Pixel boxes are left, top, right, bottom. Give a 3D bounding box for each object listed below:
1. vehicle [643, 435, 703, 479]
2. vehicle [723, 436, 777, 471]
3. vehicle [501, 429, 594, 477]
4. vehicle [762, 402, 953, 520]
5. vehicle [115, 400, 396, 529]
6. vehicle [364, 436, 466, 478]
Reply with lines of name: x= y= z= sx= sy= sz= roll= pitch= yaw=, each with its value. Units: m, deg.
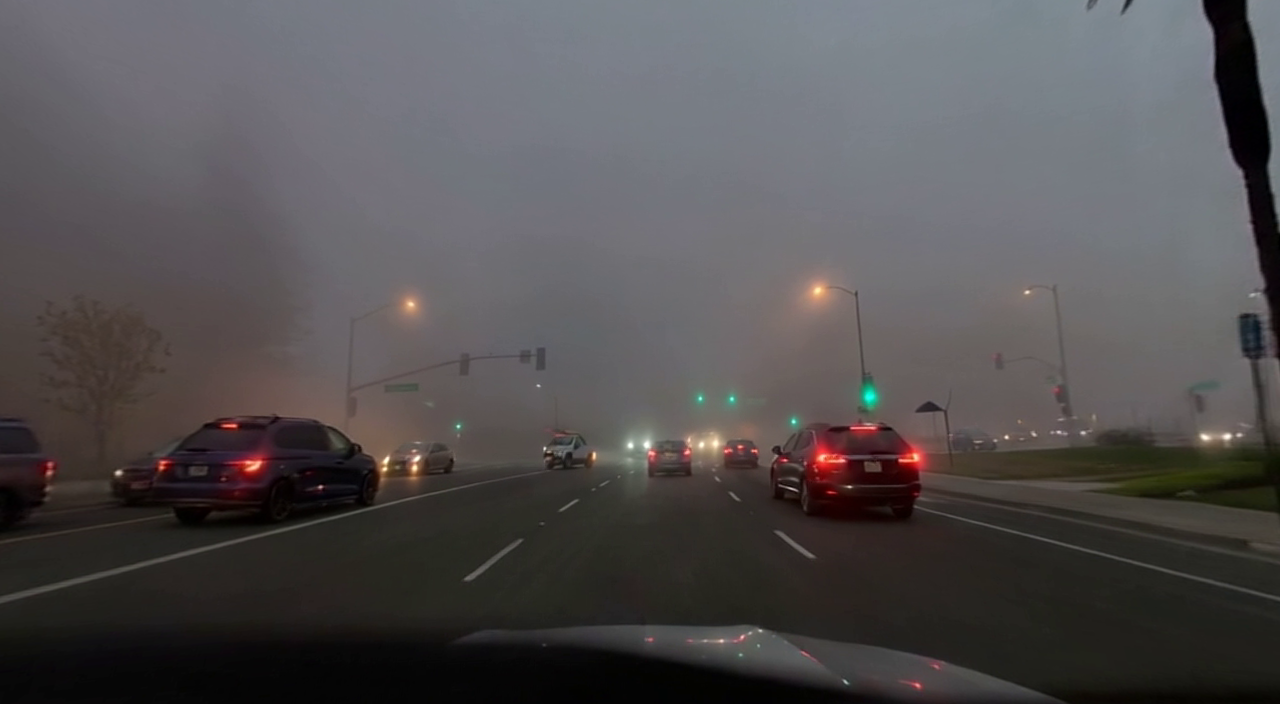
vehicle: x=1.254 y=3.884 z=23.580 sx=2.057 sy=1.492 sz=3.825 roll=-1 pitch=-8 yaw=4
vehicle: x=5.128 y=4.796 z=30.097 sx=2.149 sy=1.532 sz=4.168 roll=-1 pitch=-8 yaw=5
vehicle: x=-3.620 y=4.074 z=25.762 sx=2.088 sy=1.746 sz=4.650 roll=-2 pitch=-9 yaw=15
vehicle: x=4.103 y=2.191 z=13.098 sx=2.267 sy=1.931 sz=5.145 roll=-1 pitch=-8 yaw=2
vehicle: x=-6.596 y=2.012 z=11.711 sx=2.127 sy=1.888 sz=4.637 roll=-1 pitch=-8 yaw=2
vehicle: x=-8.576 y=4.054 z=24.590 sx=2.017 sy=1.472 sz=4.418 roll=-1 pitch=-8 yaw=5
